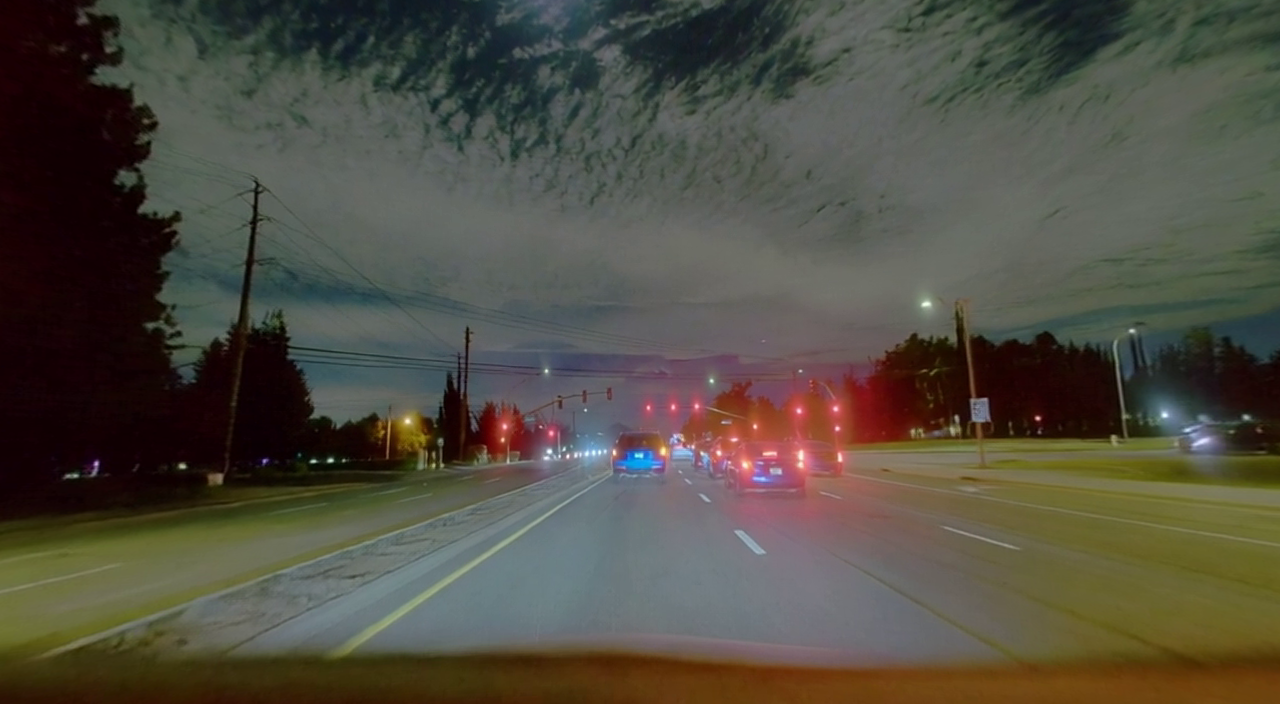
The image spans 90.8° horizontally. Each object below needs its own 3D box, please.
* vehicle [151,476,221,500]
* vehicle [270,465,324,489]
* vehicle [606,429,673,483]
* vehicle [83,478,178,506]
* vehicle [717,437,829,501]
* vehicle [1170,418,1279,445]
[{"bbox_3d":[-33.198,9.949,46.249,3.637,1.483,2.007,-1,-6,1],"label":"vehicle"},{"bbox_3d":[-26.007,9.485,47.837,3.826,1.522,1.741,-8,-11,28],"label":"vehicle"},{"bbox_3d":[-0.029,3.914,23.904,2.300,1.821,4.254,0,-9,-1],"label":"vehicle"},{"bbox_3d":[-32.643,8.962,40.564,4.224,1.614,2.123,0,-9,-2],"label":"vehicle"},{"bbox_3d":[3.379,3.061,16.993,1.984,1.462,4.513,0,-9,-1],"label":"vehicle"},{"bbox_3d":[44.583,6.017,47.334,7.088,1.918,2.678,-6,-10,36],"label":"vehicle"}]
